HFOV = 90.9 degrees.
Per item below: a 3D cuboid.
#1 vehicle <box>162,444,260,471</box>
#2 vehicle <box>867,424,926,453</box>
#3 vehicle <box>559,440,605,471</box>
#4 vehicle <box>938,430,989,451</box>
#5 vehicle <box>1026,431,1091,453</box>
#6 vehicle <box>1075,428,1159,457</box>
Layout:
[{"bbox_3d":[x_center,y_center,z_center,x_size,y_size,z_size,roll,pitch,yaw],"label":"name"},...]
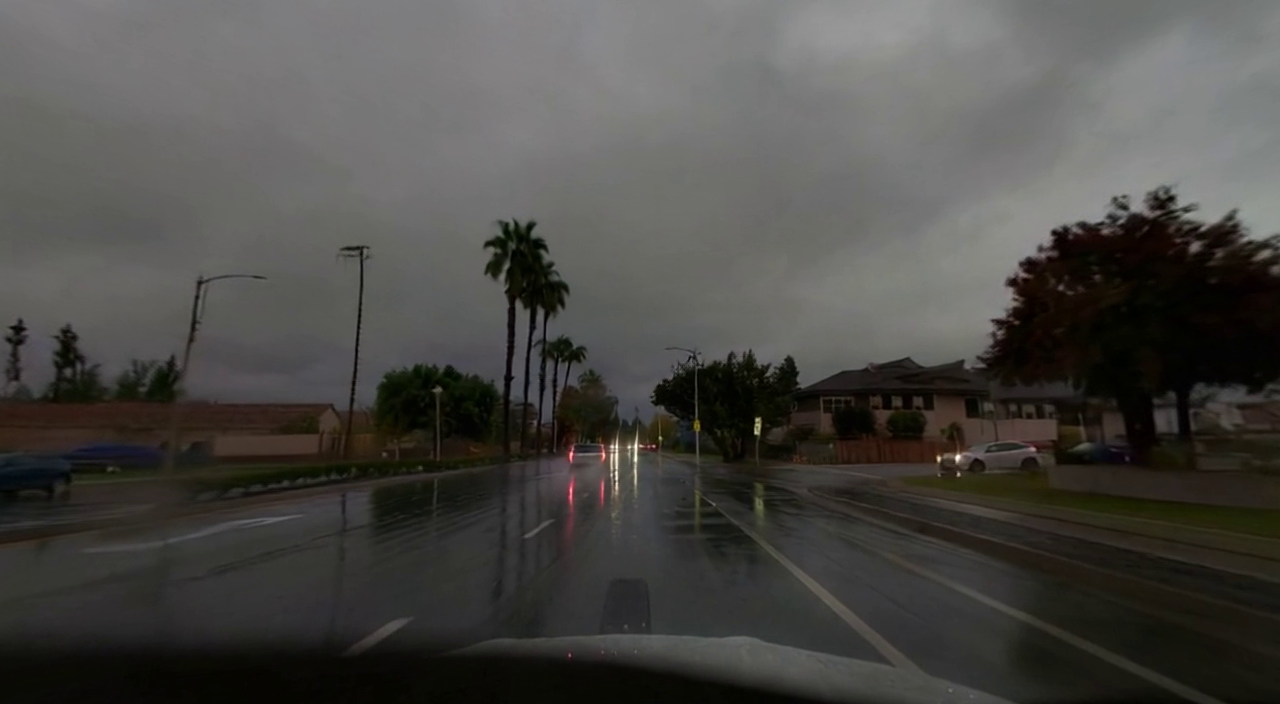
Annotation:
[{"bbox_3d":[-33.095,8.147,48.697,6.114,1.988,2.360,-1,-8,8],"label":"vehicle"},{"bbox_3d":[19.611,6.703,48.456,2.162,2.064,5.616,0,-8,0],"label":"vehicle"},{"bbox_3d":[-2.985,5.472,33.538,2.075,1.498,4.730,0,-8,-1],"label":"vehicle"},{"bbox_3d":[25.090,6.896,49.054,1.988,1.531,4.270,-1,-8,5],"label":"vehicle"},{"bbox_3d":[29.900,6.482,45.150,1.763,1.487,4.181,0,-8,0],"label":"vehicle"},{"bbox_3d":[32.795,6.294,43.564,2.069,1.825,5.056,0,-9,4],"label":"vehicle"}]
